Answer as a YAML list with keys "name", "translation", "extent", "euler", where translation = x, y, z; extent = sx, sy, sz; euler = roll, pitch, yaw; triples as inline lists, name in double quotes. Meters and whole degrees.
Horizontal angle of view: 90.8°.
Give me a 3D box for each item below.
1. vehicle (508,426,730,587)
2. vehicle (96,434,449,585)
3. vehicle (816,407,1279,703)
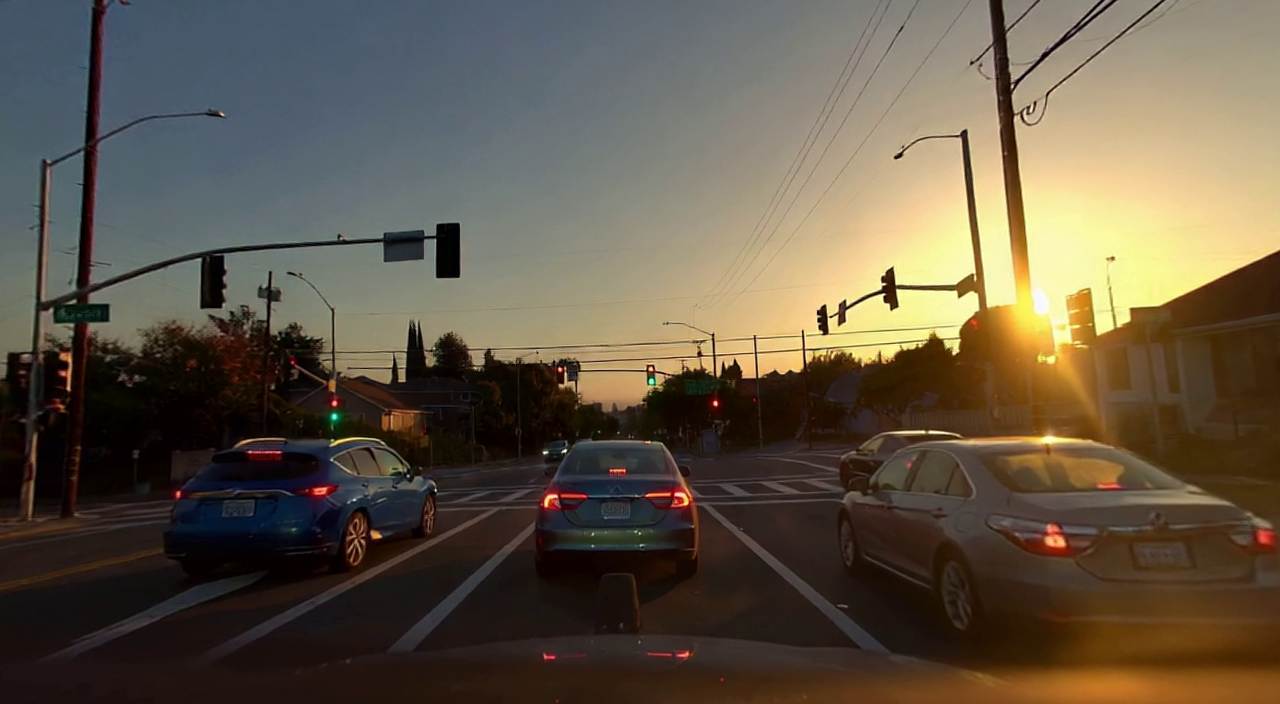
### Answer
- name: "vehicle"
  translation: [-0.233, 1.757, 8.056]
  extent: [2.061, 1.485, 4.196]
  euler: [0, -8, -1]
- name: "vehicle"
  translation: [-4.359, 1.901, 8.556]
  extent: [2.106, 1.492, 4.312]
  euler: [0, -8, 1]
- name: "vehicle"
  translation: [2.910, 1.301, 5.060]
  extent: [1.860, 1.494, 3.707]
  euler: [0, -8, -1]
